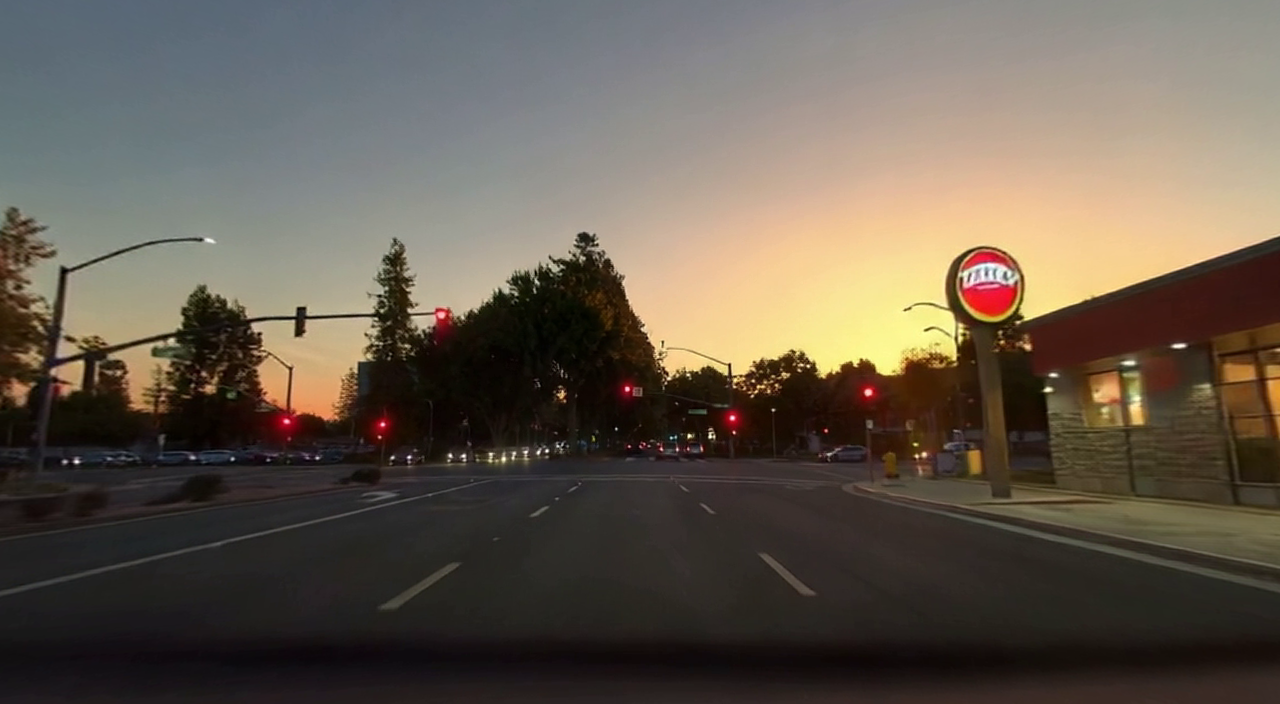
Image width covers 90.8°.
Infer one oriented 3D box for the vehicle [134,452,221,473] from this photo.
[{"bbox_3d":[-33.380,7.955,45.674,4.758,1.462,1.932,0,-9,2],"label":"vehicle"}]
